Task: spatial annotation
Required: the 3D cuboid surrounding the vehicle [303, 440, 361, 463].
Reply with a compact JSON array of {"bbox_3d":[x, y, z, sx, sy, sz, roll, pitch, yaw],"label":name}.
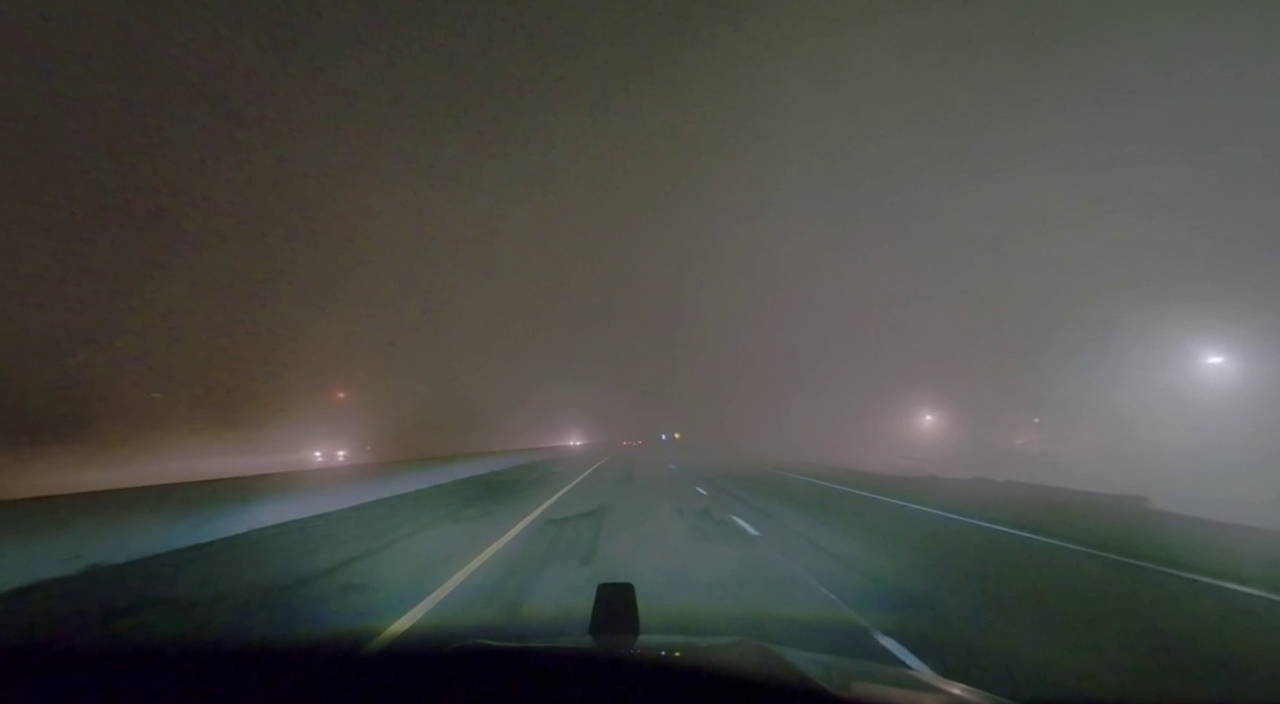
[{"bbox_3d":[-23.289,7.520,47.883,2.234,1.621,4.333,0,-8,-1],"label":"vehicle"}]
